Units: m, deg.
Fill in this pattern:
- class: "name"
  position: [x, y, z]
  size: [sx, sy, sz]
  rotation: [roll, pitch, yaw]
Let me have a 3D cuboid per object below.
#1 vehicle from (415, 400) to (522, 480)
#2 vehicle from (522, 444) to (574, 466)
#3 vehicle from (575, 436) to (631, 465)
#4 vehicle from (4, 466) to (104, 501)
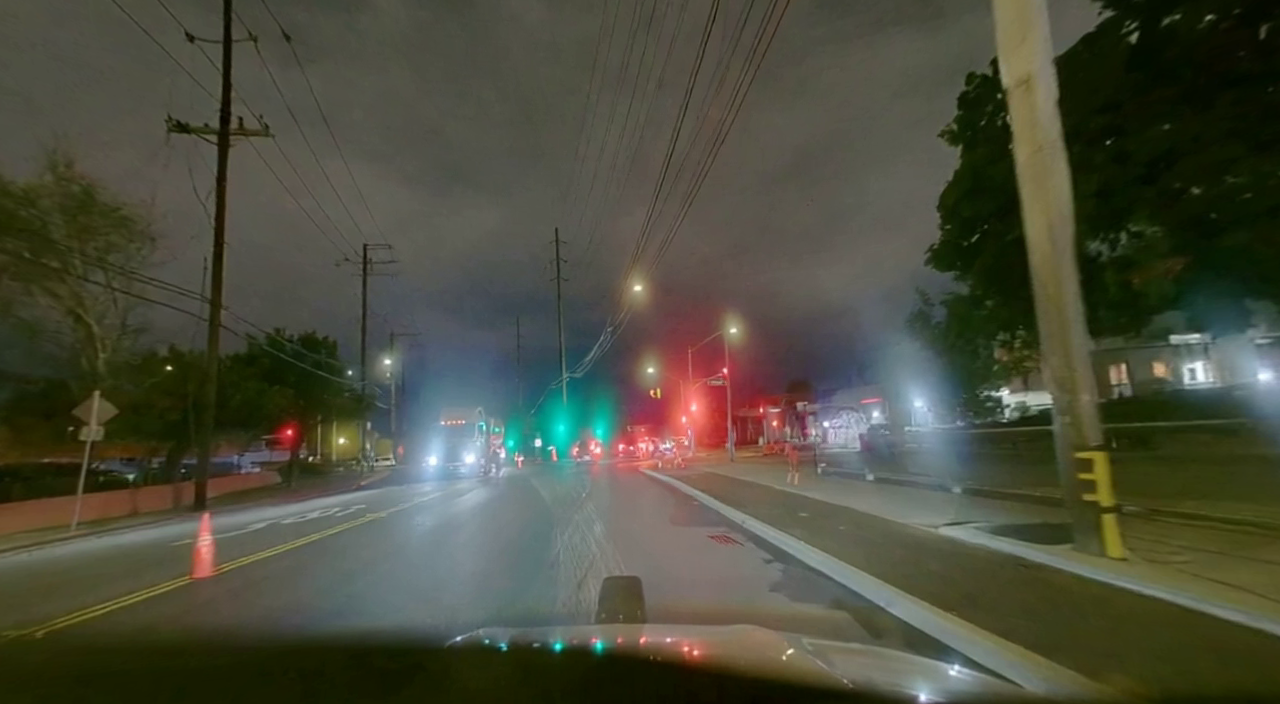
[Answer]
- class: "vehicle"
  position: [-9.323, 5.032, 36.096]
  size: [3.007, 3.800, 11.011]
  rotation: [0, -8, 0]
- class: "vehicle"
  position: [-6.986, 7.862, 48.430]
  size: [2.103, 1.526, 4.743]
  rotation: [-3, -8, 17]
- class: "vehicle"
  position: [-2.413, 6.694, 43.111]
  size: [2.256, 1.859, 5.118]
  rotation: [-3, -8, 15]
- class: "vehicle"
  position: [-35.643, 7.993, 38.518]
  size: [4.158, 1.736, 1.971]
  rotation: [-3, -7, 0]
